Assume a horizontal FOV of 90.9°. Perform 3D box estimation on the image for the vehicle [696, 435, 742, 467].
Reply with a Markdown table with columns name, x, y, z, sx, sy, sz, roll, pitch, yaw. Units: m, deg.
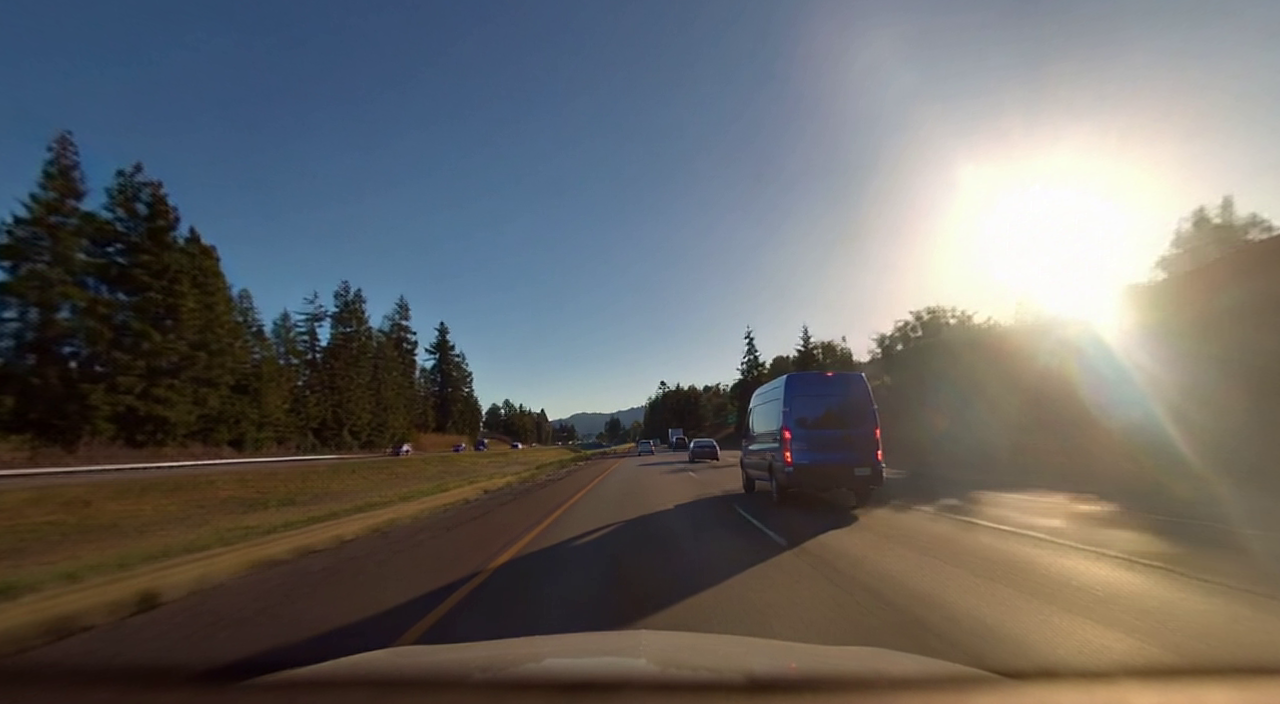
| name | x | y | z | sx | sy | sz | roll | pitch | yaw |
| --- | --- | --- | --- | --- | --- | --- | --- | --- | --- |
| vehicle | 4.427 | 5.624 | 35.940 | 2.034 | 1.651 | 4.342 | 0 | -8 | -1 |

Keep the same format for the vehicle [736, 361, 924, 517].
| name | x | y | z | sx | sy | sz | roll | pitch | yaw |
| --- | --- | --- | --- | --- | --- | --- | --- | --- | --- |
| vehicle | 3.696 | 1.911 | 13.816 | 2.302 | 2.670 | 5.912 | 0 | -8 | 1 |
